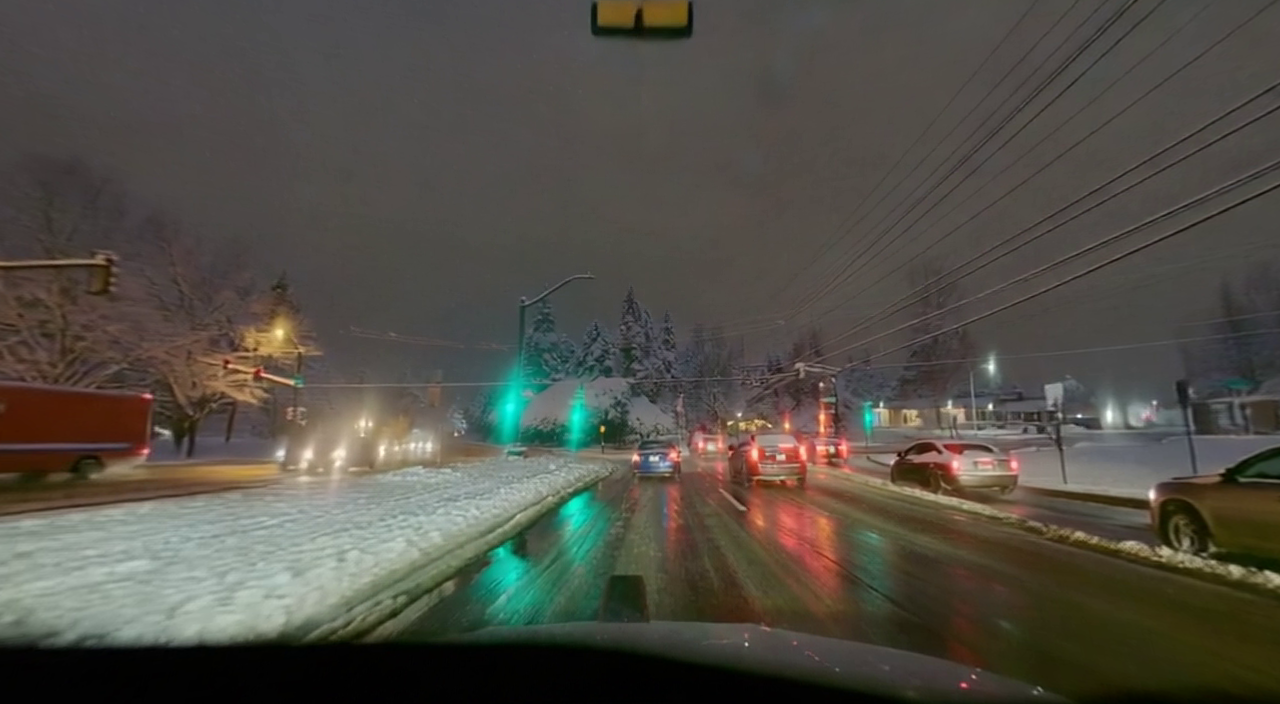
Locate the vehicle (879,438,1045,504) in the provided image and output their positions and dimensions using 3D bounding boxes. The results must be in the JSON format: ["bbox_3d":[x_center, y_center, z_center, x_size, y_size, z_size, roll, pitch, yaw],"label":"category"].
[{"bbox_3d":[8.092,3.012,16.459,1.882,1.463,4.543,0,-8,-1],"label":"vehicle"}]

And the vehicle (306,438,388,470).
[{"bbox_3d":[-14.184,4.955,30.833,1.827,1.469,4.476,0,-8,0],"label":"vehicle"}]

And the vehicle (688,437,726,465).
[{"bbox_3d":[4.155,6.220,39.647,1.896,1.612,4.203,0,-8,0],"label":"vehicle"}]

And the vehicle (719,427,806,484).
[{"bbox_3d":[4.223,3.667,22.653,2.119,1.810,4.848,0,-8,-1],"label":"vehicle"}]

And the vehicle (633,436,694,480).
[{"bbox_3d":[0.861,4.063,24.463,2.168,1.527,4.174,0,-8,1],"label":"vehicle"}]

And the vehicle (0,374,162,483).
[{"bbox_3d":[-21.321,2.345,19.308,3.354,3.314,12.985,0,-8,-1],"label":"vehicle"}]

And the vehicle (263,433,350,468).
[{"bbox_3d":[-17.984,5.331,34.332,2.076,1.762,4.895,0,-8,0],"label":"vehicle"}]

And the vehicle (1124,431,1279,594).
[{"bbox_3d":[6.782,1.405,5.309,1.866,1.471,4.478,0,-8,0],"label":"vehicle"}]
